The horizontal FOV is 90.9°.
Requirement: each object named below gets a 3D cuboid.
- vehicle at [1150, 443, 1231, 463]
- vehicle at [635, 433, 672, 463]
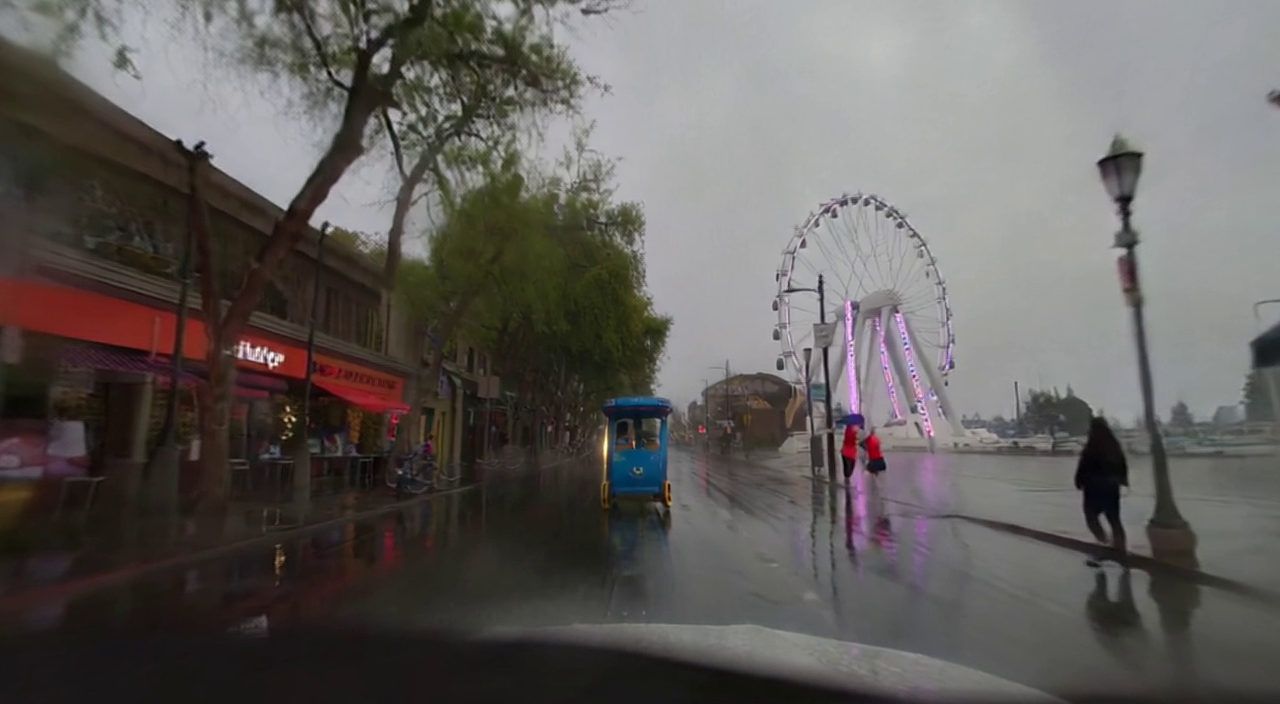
[{"bbox_3d":[41.711,7.653,47.844,4.120,1.445,1.893,-2,-8,10],"label":"vehicle"},{"bbox_3d":[0.838,6.087,39.928,2.221,1.773,4.228,-1,-8,1],"label":"vehicle"}]
